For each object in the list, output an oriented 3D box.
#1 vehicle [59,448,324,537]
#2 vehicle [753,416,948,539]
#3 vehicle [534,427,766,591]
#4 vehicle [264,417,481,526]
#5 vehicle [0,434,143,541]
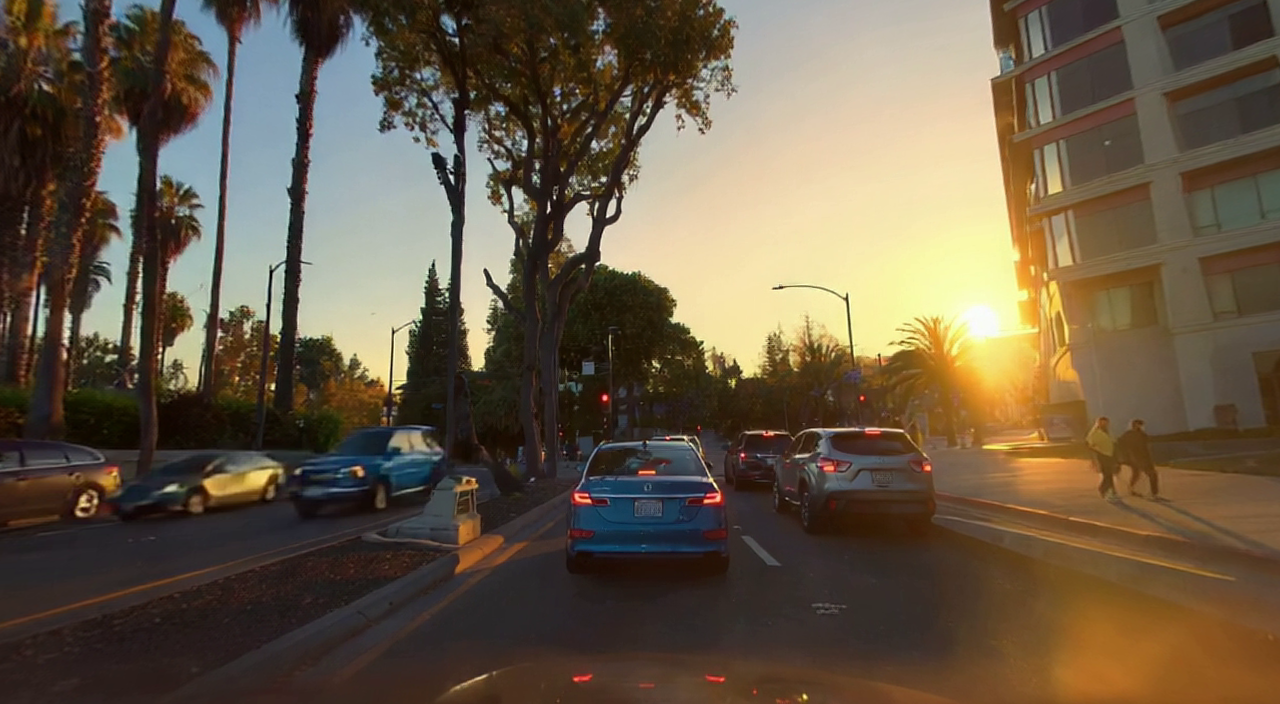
[{"bbox_3d":[-8.583,2.678,12.776,1.898,1.439,4.540,-1,-8,2],"label":"vehicle"},{"bbox_3d":[3.396,2.112,11.239,2.003,1.733,4.319,0,-8,1],"label":"vehicle"},{"bbox_3d":[0.131,1.716,7.747,2.088,1.452,3.993,0,-8,1],"label":"vehicle"},{"bbox_3d":[-5.204,2.400,13.274,2.068,1.811,4.910,-2,-9,5],"label":"vehicle"},{"bbox_3d":[-13.055,2.720,12.294,2.240,1.964,5.707,-6,-8,0],"label":"vehicle"}]
